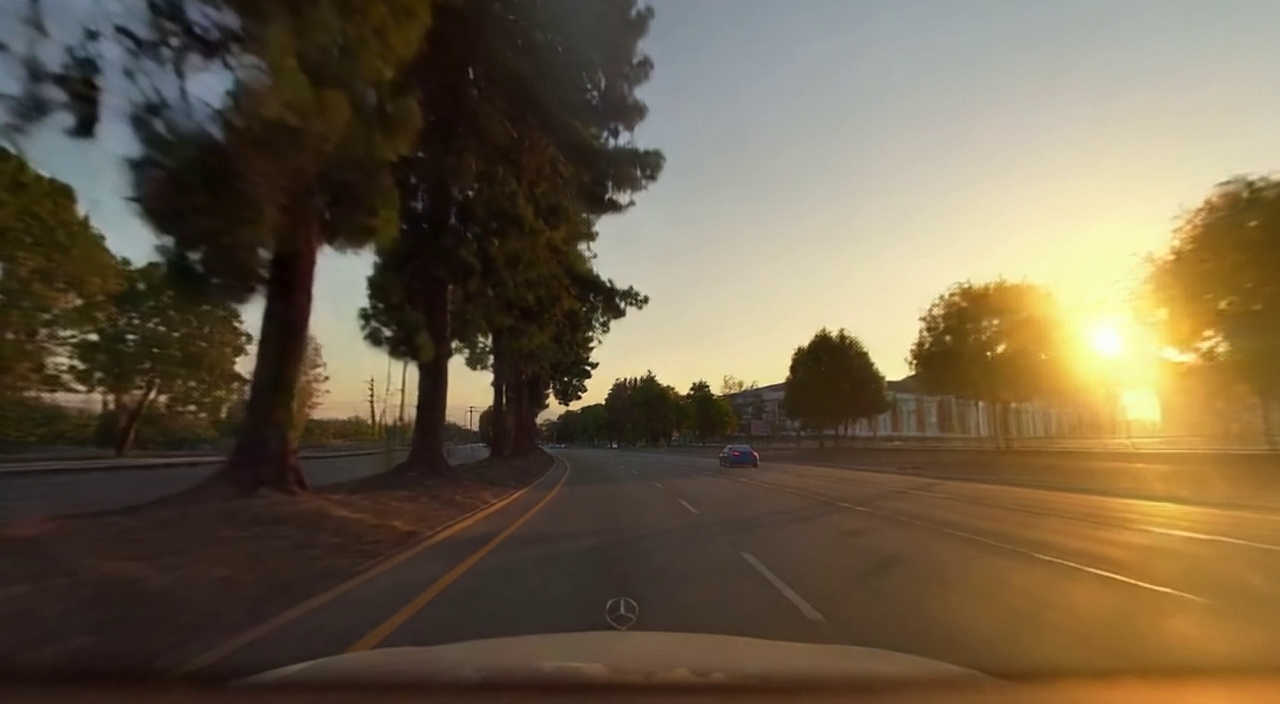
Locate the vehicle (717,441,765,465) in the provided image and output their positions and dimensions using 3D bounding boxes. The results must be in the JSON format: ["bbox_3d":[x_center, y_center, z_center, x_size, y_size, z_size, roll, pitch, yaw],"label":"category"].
[{"bbox_3d":[6.533,6.601,41.259,1.908,1.483,4.474,1,-9,-8],"label":"vehicle"}]
